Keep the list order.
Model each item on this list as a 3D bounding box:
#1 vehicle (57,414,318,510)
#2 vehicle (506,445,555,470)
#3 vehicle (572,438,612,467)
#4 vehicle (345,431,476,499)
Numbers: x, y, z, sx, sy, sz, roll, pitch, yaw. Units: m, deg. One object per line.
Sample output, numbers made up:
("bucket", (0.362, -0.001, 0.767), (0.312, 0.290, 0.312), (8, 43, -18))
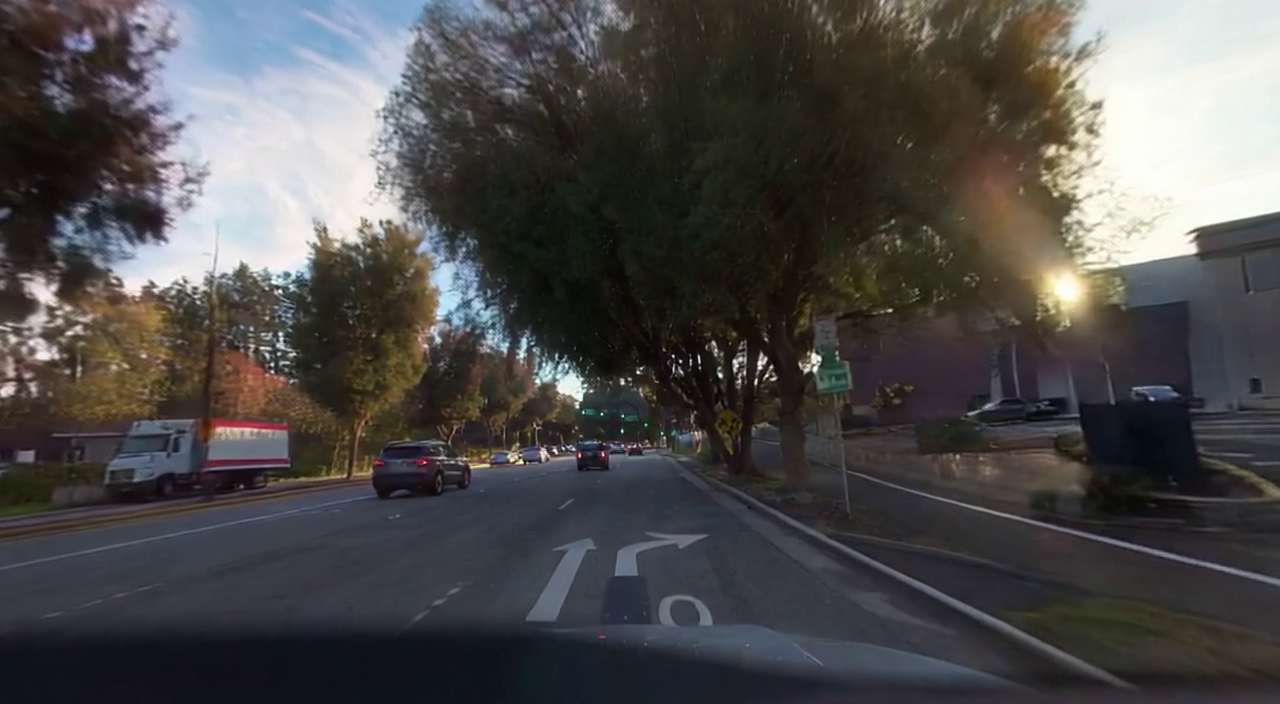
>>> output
("vehicle", (-21.717, 5.425, 32.428), (3.033, 3.777, 14.652), (0, -8, -2))
("vehicle", (-6.622, 6.388, 38.492), (2.072, 1.427, 4.328), (0, -9, 2))
("vehicle", (-2.866, 6.161, 38.608), (2.100, 1.661, 3.837), (0, -9, 1))
("vehicle", (-6.877, 3.444, 19.606), (2.137, 1.835, 4.844), (0, -9, 1))
